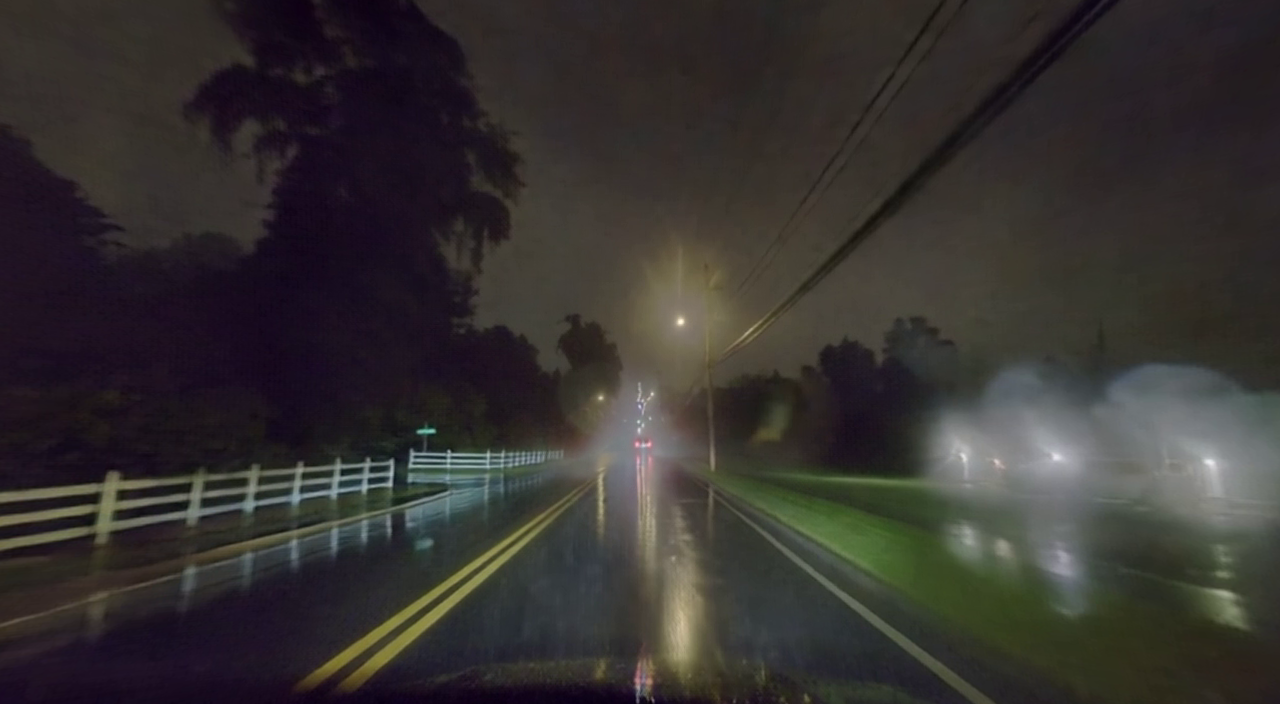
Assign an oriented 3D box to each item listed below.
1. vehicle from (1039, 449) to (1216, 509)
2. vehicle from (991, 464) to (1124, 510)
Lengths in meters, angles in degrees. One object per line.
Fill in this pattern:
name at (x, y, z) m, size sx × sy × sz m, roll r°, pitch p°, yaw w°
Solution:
vehicle at (18.768, 4.851, 24.825) m, size 2.269 × 1.978 × 6.008 m, roll 0°, pitch -8°, yaw 1°
vehicle at (15.986, 5.153, 24.480) m, size 2.001 × 1.450 × 4.481 m, roll 1°, pitch -8°, yaw -2°
